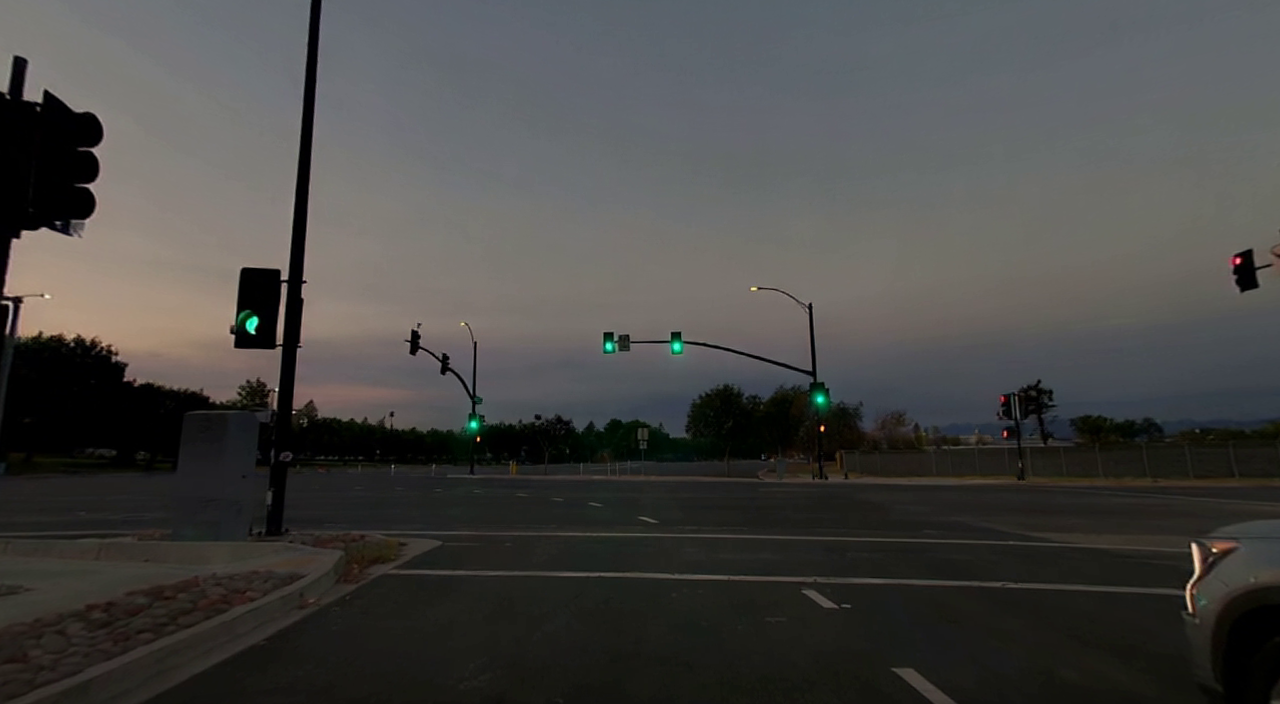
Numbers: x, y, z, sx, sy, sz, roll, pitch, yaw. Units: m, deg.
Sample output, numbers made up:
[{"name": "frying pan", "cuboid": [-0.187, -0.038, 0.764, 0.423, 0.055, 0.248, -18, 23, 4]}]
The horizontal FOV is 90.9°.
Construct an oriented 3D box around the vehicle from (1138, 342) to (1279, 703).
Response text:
[{"name": "vehicle", "cuboid": [3.055, 0.557, 0.496, 1.938, 1.648, 4.211, -1, -8, 2]}]
